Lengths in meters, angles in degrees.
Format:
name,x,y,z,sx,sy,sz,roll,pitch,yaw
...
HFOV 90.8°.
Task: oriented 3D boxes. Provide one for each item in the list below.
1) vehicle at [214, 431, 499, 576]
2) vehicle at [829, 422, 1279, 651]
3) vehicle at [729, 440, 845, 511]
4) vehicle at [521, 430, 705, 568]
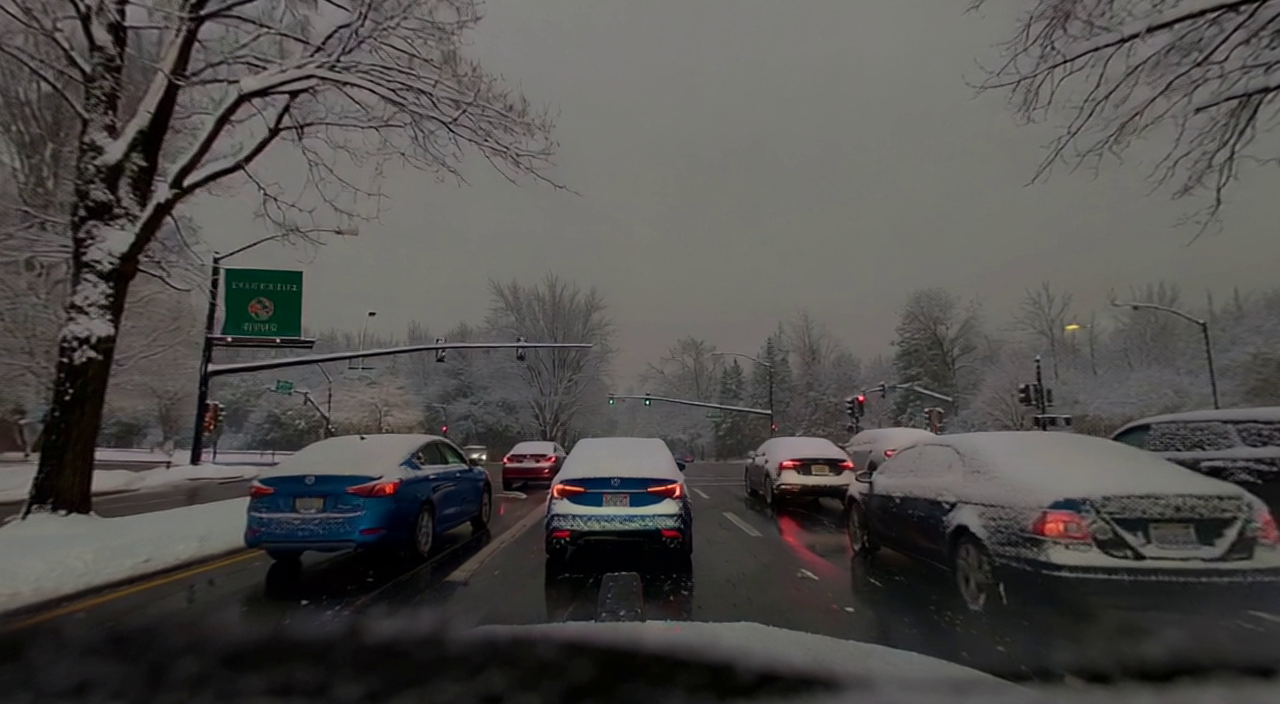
name,x,y,z,sx,sy,sz,roll,pitch,yaw
vehicle,-3.367,1.864,8.576,1.929,1.457,4.136,0,-9,0
vehicle,3.600,1.540,6.407,1.953,1.471,4.470,0,-9,0
vehicle,3.410,2.917,15.415,1.852,1.498,3.825,0,-9,-1
vehicle,-0.312,1.881,8.767,1.994,1.479,3.647,0,-9,-1
